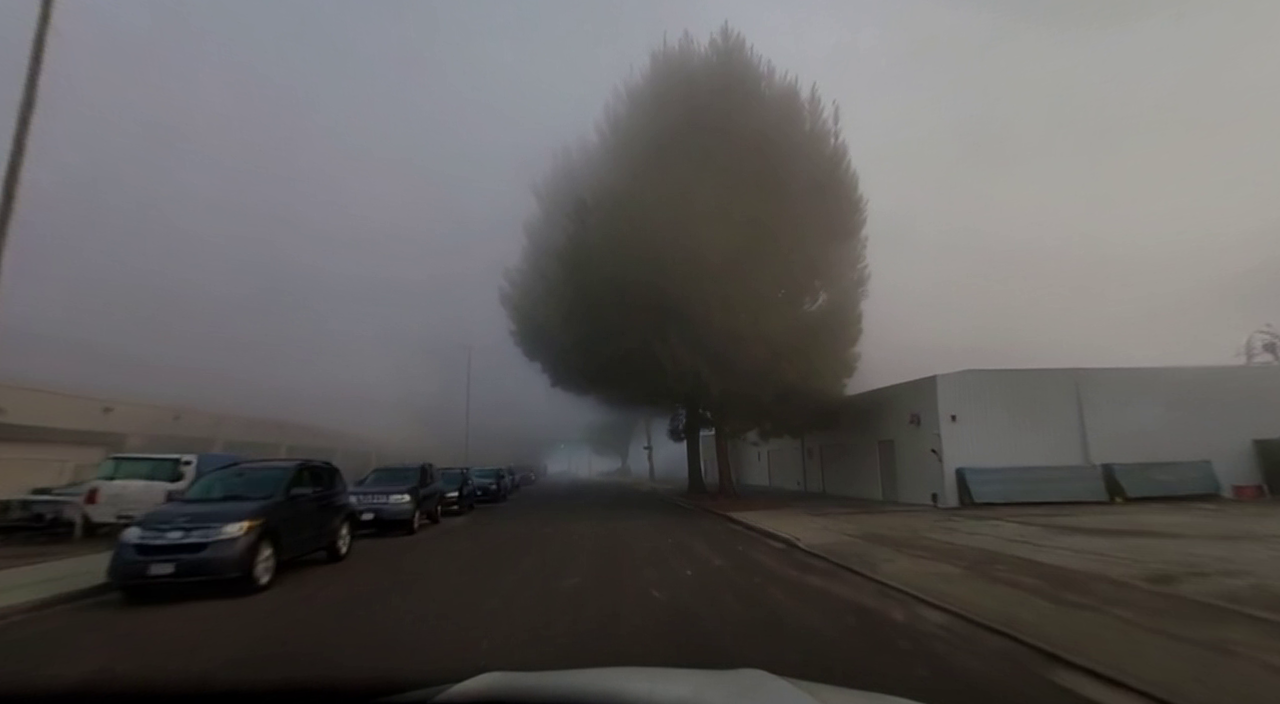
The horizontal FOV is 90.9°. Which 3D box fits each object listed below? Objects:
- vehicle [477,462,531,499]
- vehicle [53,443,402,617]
[{"bbox_3d":[-6.503,6.225,30.601,1.882,1.606,4.191,1,-11,-3],"label":"vehicle"},{"bbox_3d":[-4.883,2.101,8.433,1.886,1.640,4.311,3,-9,-3],"label":"vehicle"}]
